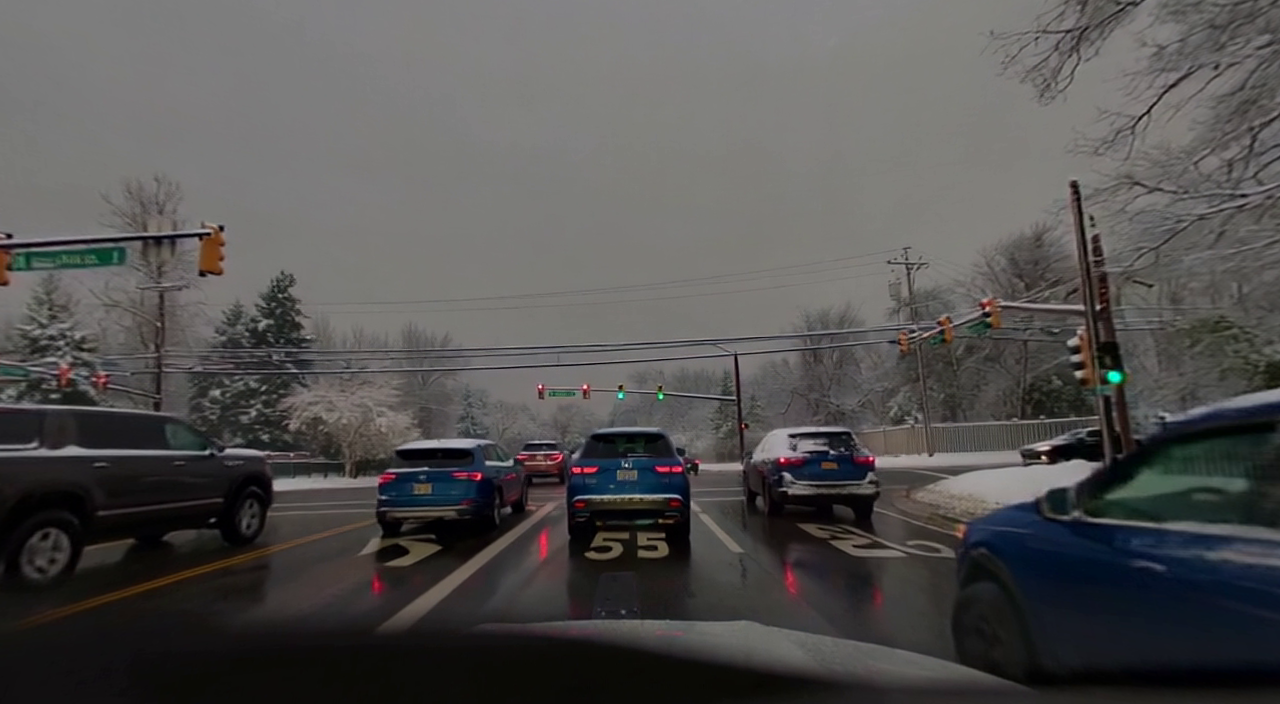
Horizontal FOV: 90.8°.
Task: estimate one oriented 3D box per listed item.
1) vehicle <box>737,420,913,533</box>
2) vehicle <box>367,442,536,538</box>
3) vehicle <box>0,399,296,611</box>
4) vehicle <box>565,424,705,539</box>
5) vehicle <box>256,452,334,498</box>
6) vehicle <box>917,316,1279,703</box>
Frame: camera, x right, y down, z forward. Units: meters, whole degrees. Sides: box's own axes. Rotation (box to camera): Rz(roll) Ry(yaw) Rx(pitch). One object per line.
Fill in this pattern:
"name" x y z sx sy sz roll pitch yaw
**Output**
"vehicle" 3.320 2.355 12.479 1.999 1.789 4.583 0 -9 -1
"vehicle" -3.293 2.489 12.079 1.881 1.466 4.484 0 -9 0
"vehicle" -6.553 1.652 7.666 2.116 1.812 4.609 0 -9 0
"vehicle" -0.069 2.268 11.627 2.111 1.712 4.078 0 -9 0
"vehicle" -12.803 4.527 23.699 1.974 1.491 4.450 4 -9 -22
"vehicle" 2.756 0.727 1.632 2.034 1.655 4.465 0 -9 0
